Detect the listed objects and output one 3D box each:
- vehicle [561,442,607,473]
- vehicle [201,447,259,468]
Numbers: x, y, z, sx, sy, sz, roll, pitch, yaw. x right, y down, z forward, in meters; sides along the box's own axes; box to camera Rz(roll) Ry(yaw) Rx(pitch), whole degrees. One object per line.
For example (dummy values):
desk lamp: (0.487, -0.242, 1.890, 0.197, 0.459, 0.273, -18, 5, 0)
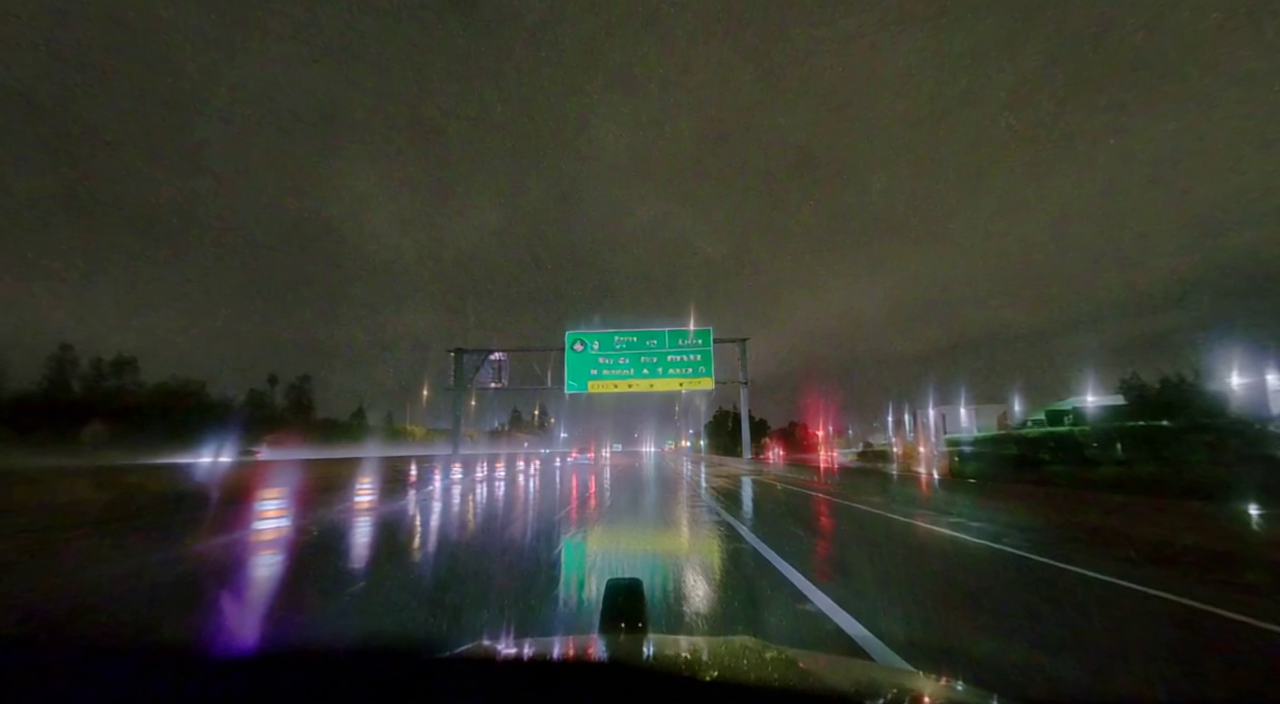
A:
vehicle: (-3.056, 5.852, 34.987, 2.078, 1.629, 4.059, 0, -8, 1)
vehicle: (-27.490, 7.067, 42.164, 1.532, 1.374, 3.384, 0, -8, 0)
